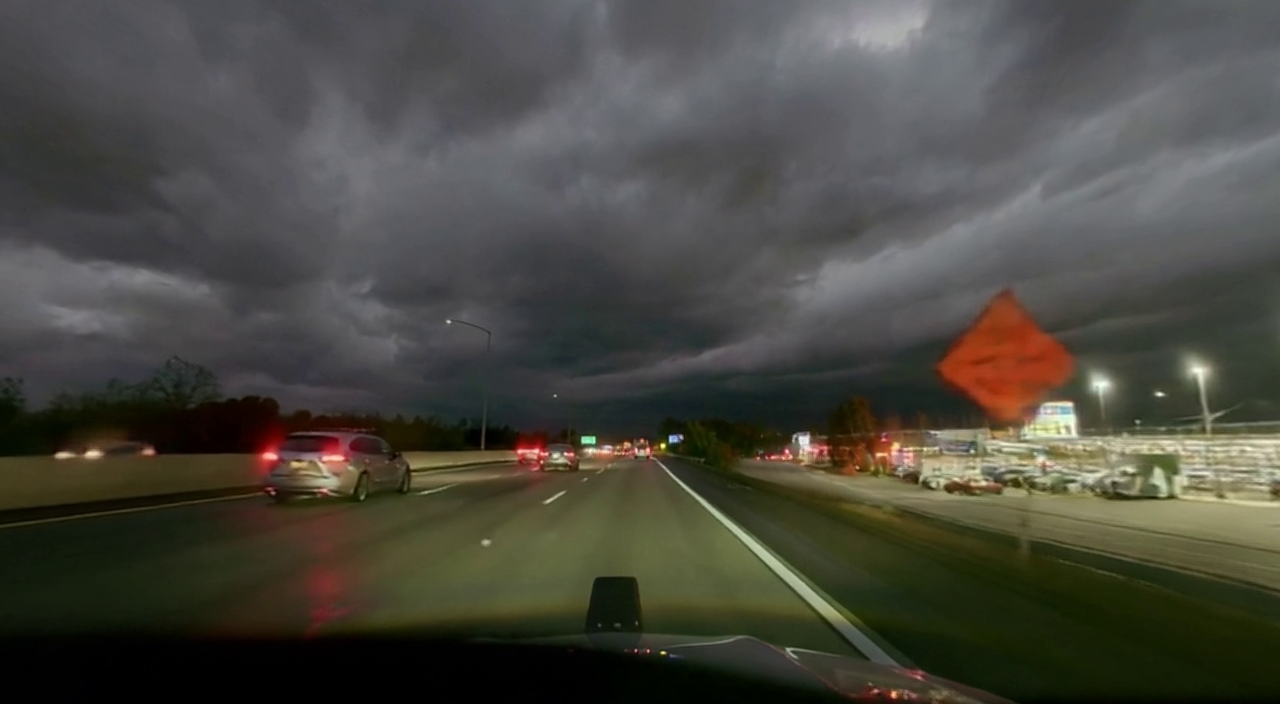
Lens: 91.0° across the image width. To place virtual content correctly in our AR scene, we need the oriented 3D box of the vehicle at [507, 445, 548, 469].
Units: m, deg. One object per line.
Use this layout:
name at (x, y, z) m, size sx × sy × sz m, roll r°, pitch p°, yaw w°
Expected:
vehicle at (-7.704, 7.194, 43.458) m, size 1.991 × 1.538 × 4.360 m, roll 0°, pitch -9°, yaw 0°

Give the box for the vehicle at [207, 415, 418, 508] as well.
vehicle at (-7.453, 2.582, 15.231) m, size 2.159 × 1.807 × 5.422 m, roll 0°, pitch -9°, yaw 0°

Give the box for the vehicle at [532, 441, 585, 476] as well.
vehicle at (-4.057, 5.367, 31.951) m, size 2.070 × 1.665 × 4.213 m, roll 0°, pitch -9°, yaw 1°
